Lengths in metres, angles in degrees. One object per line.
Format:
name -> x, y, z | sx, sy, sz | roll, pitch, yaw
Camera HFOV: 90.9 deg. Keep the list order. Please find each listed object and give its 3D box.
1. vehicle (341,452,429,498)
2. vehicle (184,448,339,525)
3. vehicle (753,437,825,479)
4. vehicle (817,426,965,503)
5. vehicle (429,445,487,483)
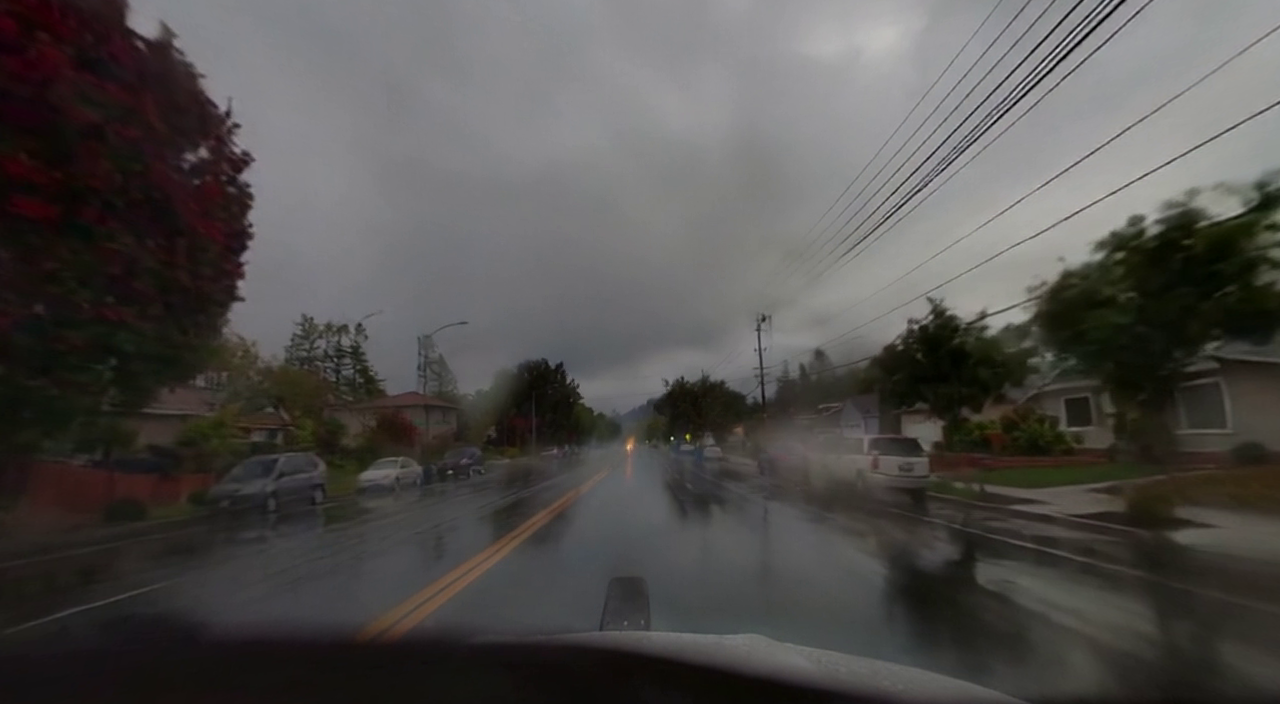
vehicle -> -10.546, 5.059, 26.398 | 1.932, 1.472, 4.516 | -3, -7, -2
vehicle -> -10.398, 3.661, 17.776 | 1.974, 1.696, 4.336 | -3, -8, -4
vehicle -> 6.826, 4.905, 29.411 | 2.194, 1.741, 4.800 | -1, -9, 0
vehicle -> 6.788, 3.101, 17.775 | 2.128, 1.823, 4.834 | -1, -9, 0
vehicle -> -10.342, 6.324, 36.060 | 1.984, 1.762, 4.266 | -4, -7, 0
